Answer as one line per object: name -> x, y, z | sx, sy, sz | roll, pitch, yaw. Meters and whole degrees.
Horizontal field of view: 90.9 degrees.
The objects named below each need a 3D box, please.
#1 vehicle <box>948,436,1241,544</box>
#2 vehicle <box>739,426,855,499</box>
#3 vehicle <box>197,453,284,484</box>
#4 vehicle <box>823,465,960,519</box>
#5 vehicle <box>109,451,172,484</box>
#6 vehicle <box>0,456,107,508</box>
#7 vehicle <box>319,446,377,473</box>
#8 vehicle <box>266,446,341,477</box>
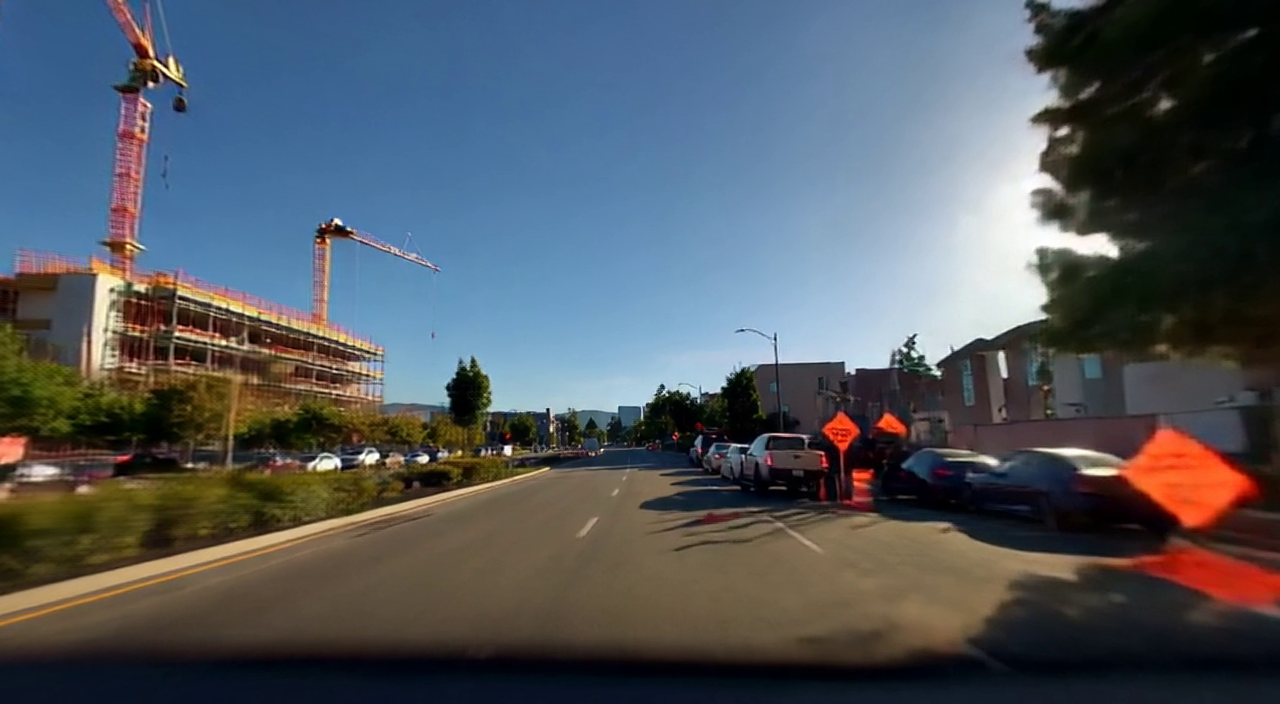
vehicle -> 7.433, 2.248, 11.028 | 1.933, 1.483, 4.330 | 0, -8, 1
vehicle -> 4.356, 3.164, 18.419 | 2.050, 1.832, 4.794 | 0, -8, -1
vehicle -> -21.600, 6.264, 34.283 | 1.811, 1.480, 4.425 | 0, -8, 0
vehicle -> 4.996, 2.800, 12.837 | 1.973, 0.903, 2.151 | 0, -8, 3
vehicle -> -28.779, 6.559, 36.244 | 4.514, 1.692, 2.108 | -8, -11, 44
vehicle -> -21.742, 4.548, 22.477 | 1.832, 1.583, 4.083 | 0, -8, 0
vehicle -> -21.600, 7.966, 46.888 | 2.027, 1.855, 4.908 | 0, -8, -2
vehicle -> -21.579, 7.021, 40.675 | 1.986, 1.805, 5.444 | 0, -8, -2
